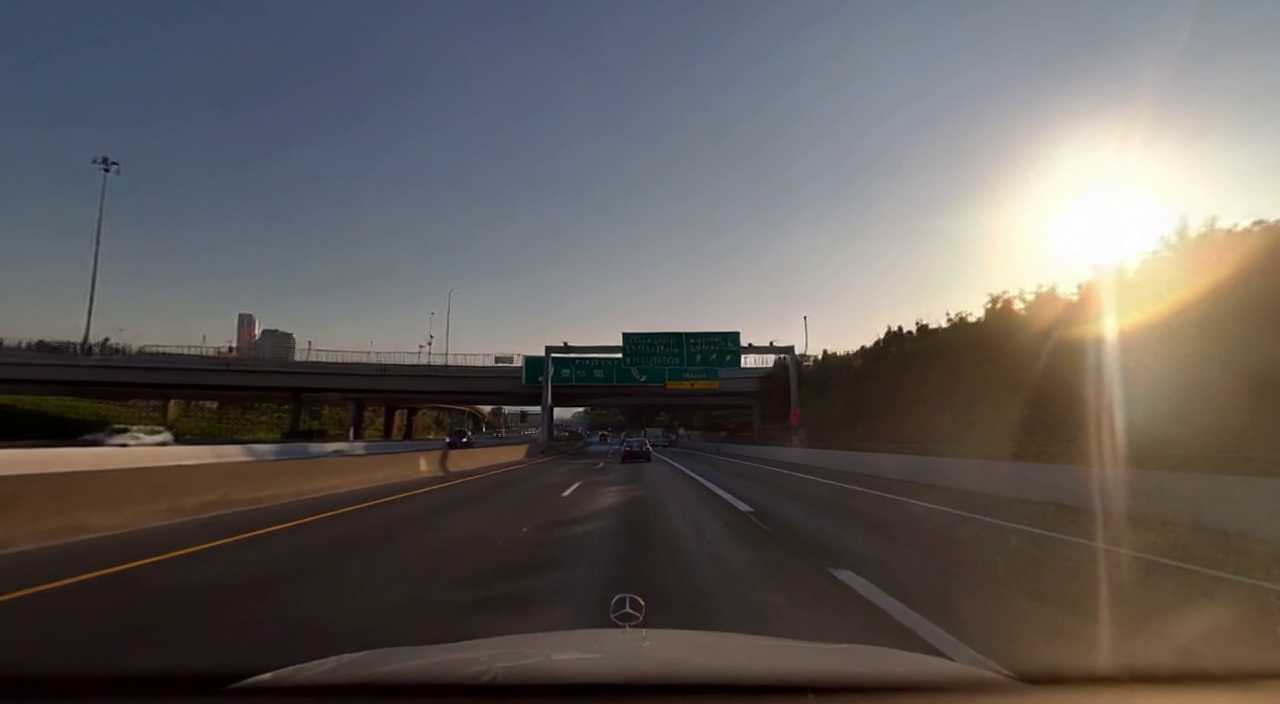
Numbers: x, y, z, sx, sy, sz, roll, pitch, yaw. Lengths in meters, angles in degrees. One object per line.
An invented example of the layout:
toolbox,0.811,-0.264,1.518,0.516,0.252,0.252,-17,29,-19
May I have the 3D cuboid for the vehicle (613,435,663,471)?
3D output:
vehicle,-0.080,4.624,29.102,2.130,1.512,4.057,0,-8,0
